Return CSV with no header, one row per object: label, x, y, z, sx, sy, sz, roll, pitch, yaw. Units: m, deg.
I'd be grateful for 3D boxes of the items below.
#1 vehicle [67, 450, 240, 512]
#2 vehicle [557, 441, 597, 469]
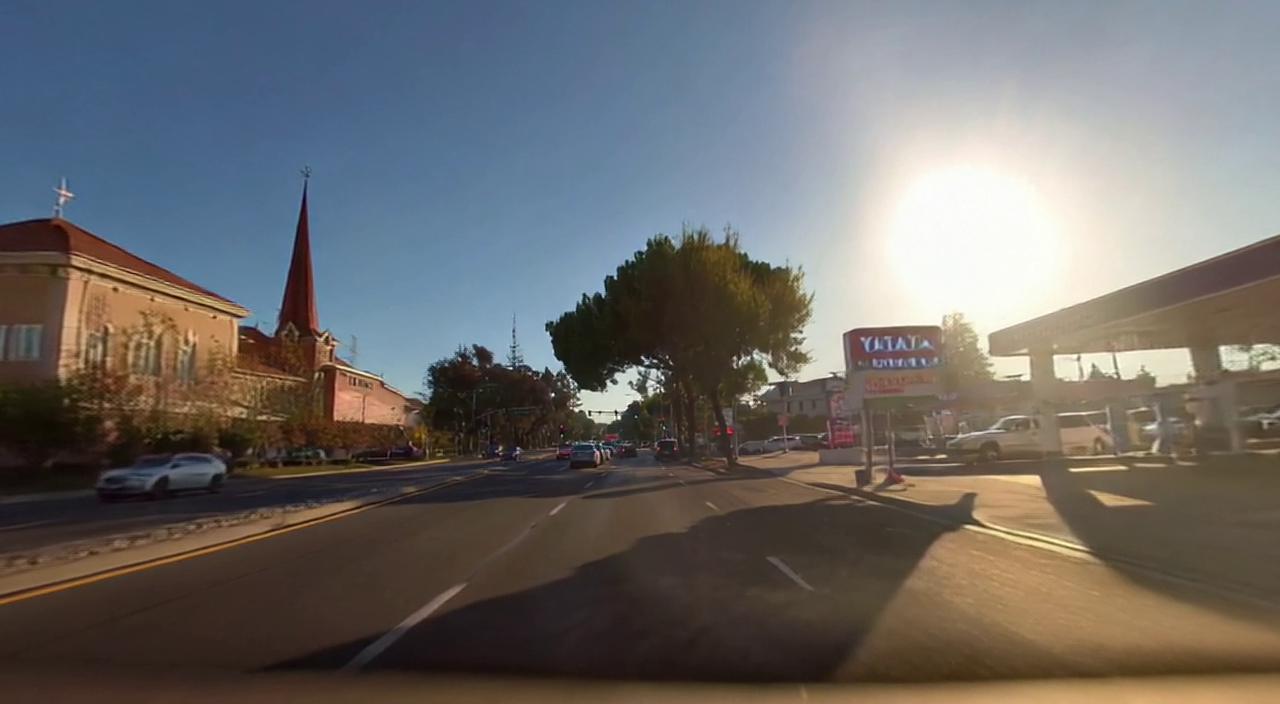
vehicle,-14.661,3.849,19.440,1.939,1.594,4.284,-2,-8,-1
vehicle,-3.906,6.510,40.143,2.040,1.661,4.573,0,-8,1
